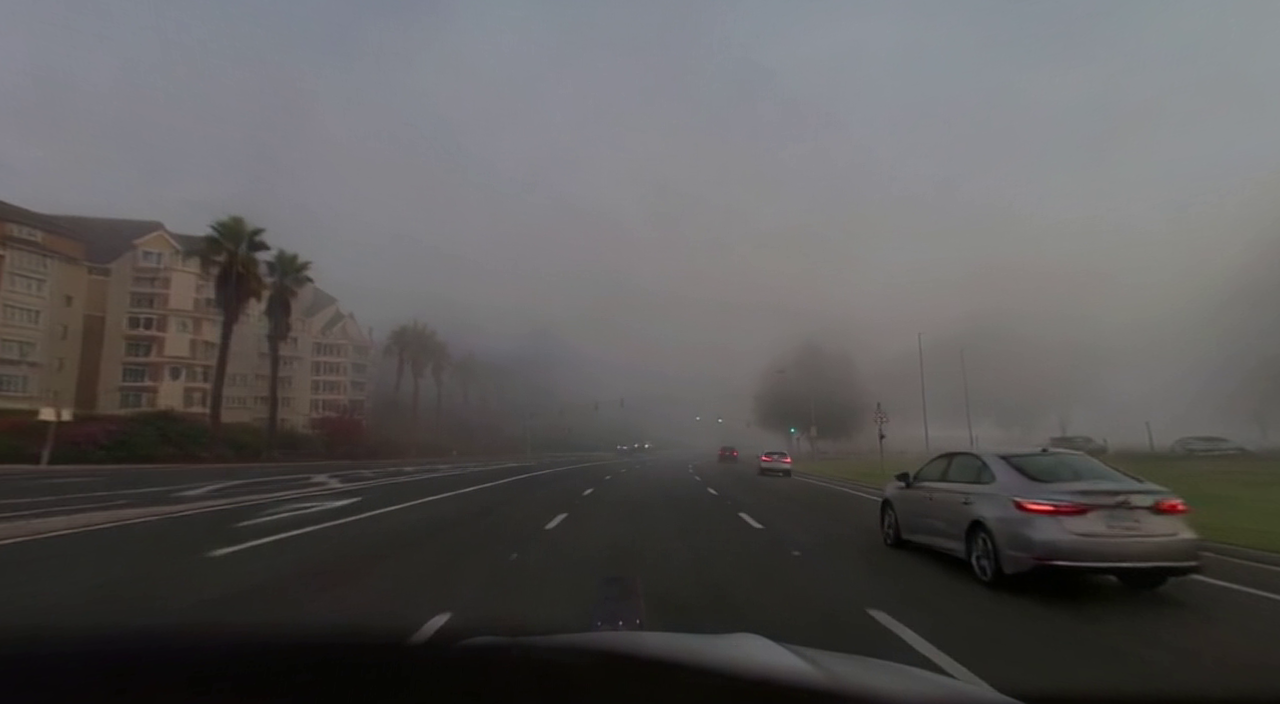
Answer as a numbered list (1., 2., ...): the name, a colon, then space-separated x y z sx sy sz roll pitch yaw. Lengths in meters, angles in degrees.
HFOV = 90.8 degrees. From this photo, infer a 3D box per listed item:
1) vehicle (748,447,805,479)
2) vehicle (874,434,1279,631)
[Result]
1. vehicle: 6.797 5.557 31.950 2.144 1.473 4.638 -1 -9 4
2. vehicle: 4.229 1.675 6.813 1.993 1.483 3.821 0 -8 1
